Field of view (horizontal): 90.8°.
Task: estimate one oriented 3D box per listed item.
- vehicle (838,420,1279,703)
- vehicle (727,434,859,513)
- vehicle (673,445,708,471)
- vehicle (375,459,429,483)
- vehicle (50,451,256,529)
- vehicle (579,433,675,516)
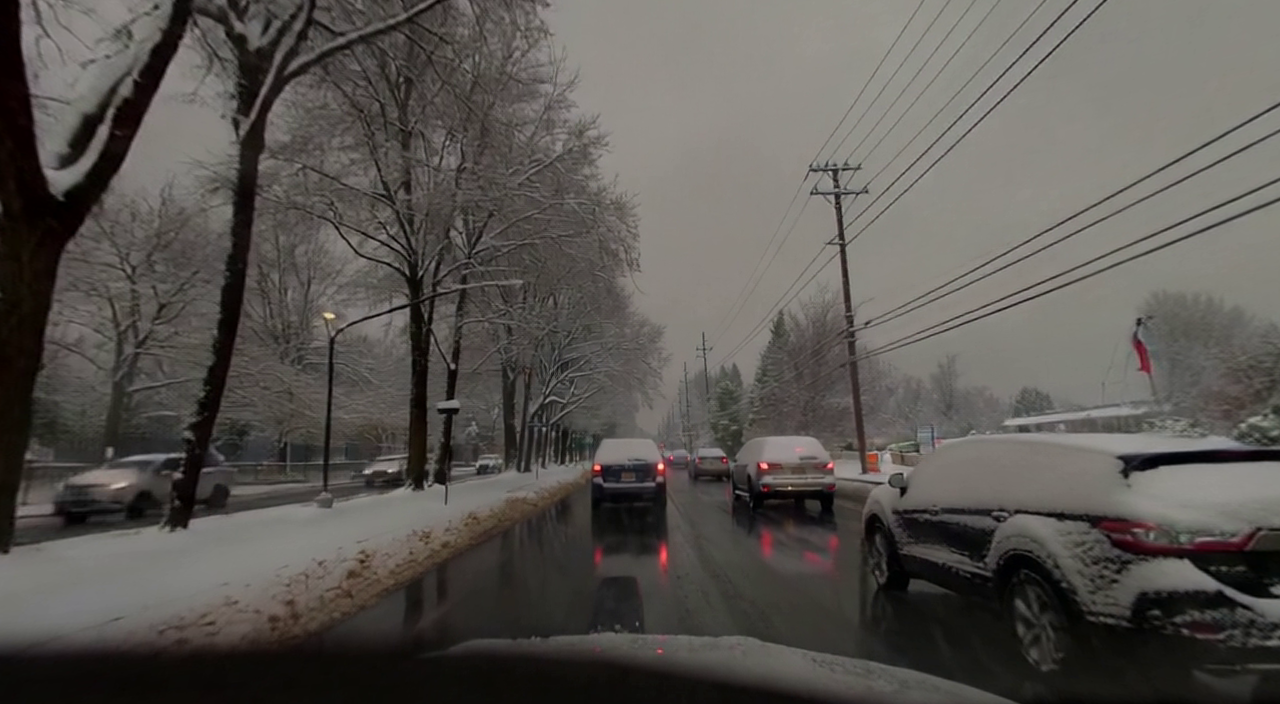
[{"bbox_3d":[3.404,1.387,5.244,1.977,1.460,4.565,0,-8,-1],"label":"vehicle"},{"bbox_3d":[3.748,3.058,16.493,2.116,1.726,4.672,0,-8,-2],"label":"vehicle"},{"bbox_3d":[3.817,8.076,48.370,2.175,1.788,4.271,0,-8,-2],"label":"vehicle"},{"bbox_3d":[-16.362,8.168,43.661,1.973,1.457,4.564,0,-8,-1],"label":"vehicle"},{"bbox_3d":[-12.572,3.526,16.782,1.911,1.693,4.452,-1,-8,0],"label":"vehicle"},{"bbox_3d":[-0.311,2.927,15.592,2.050,1.745,3.915,0,-8,-1],"label":"vehicle"}]
